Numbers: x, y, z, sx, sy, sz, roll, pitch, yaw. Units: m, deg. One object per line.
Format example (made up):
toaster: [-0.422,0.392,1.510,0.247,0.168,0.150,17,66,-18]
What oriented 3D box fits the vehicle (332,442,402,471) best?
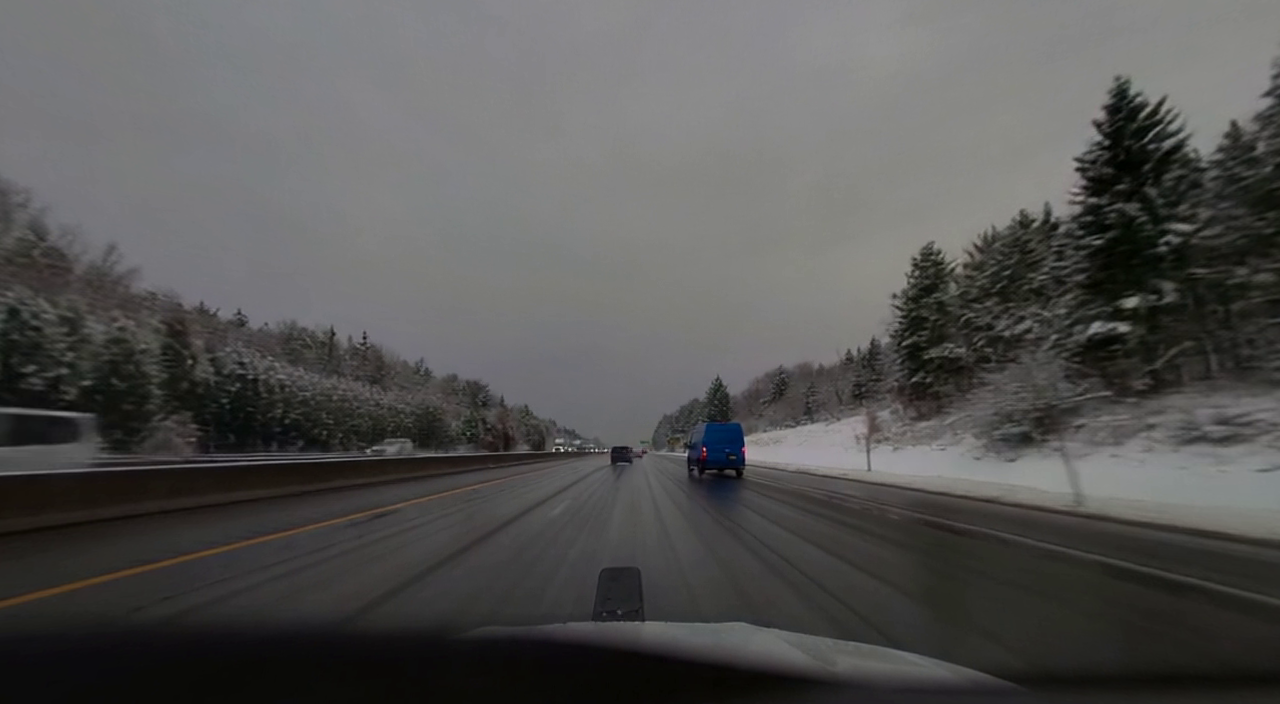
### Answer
vehicle: [-15.060,5.795,35.103,1.877,1.480,4.576,0,-9,0]

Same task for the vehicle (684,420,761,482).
vehicle: [3.628,4.584,29.342,2.552,2.524,6.630,0,-9,-1]

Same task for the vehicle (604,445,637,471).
vehicle: [-1.261,7.152,42.778,2.069,1.666,4.338,0,-9,1]
